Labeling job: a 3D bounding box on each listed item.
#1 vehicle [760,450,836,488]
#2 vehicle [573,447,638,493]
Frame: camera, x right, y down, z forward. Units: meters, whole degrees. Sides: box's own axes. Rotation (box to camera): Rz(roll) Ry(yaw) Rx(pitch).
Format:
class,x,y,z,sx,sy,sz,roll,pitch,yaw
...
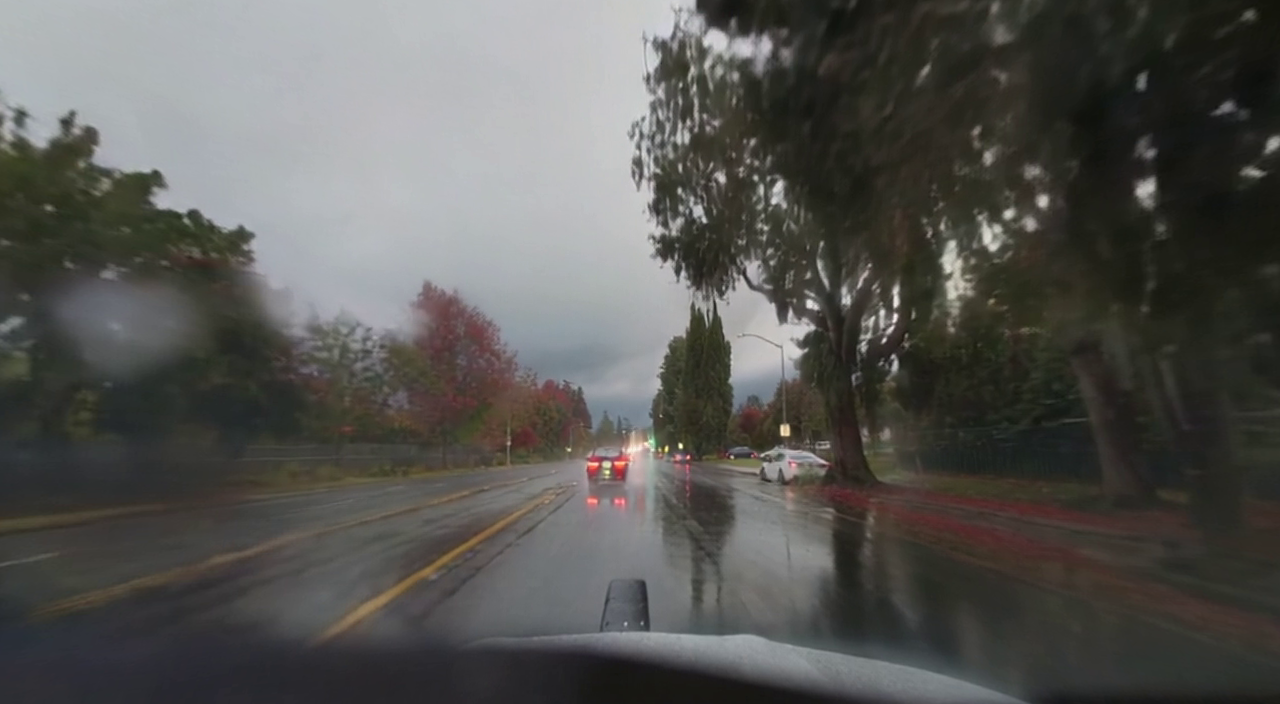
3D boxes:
class,x,y,z,sx,sy,sz,roll,pitch,yaw
vehicle,6.785,5.064,27.658,2.164,1.511,4.571,0,-9,0
vehicle,-1.139,4.159,22.647,2.099,1.470,4.302,0,-9,-1
